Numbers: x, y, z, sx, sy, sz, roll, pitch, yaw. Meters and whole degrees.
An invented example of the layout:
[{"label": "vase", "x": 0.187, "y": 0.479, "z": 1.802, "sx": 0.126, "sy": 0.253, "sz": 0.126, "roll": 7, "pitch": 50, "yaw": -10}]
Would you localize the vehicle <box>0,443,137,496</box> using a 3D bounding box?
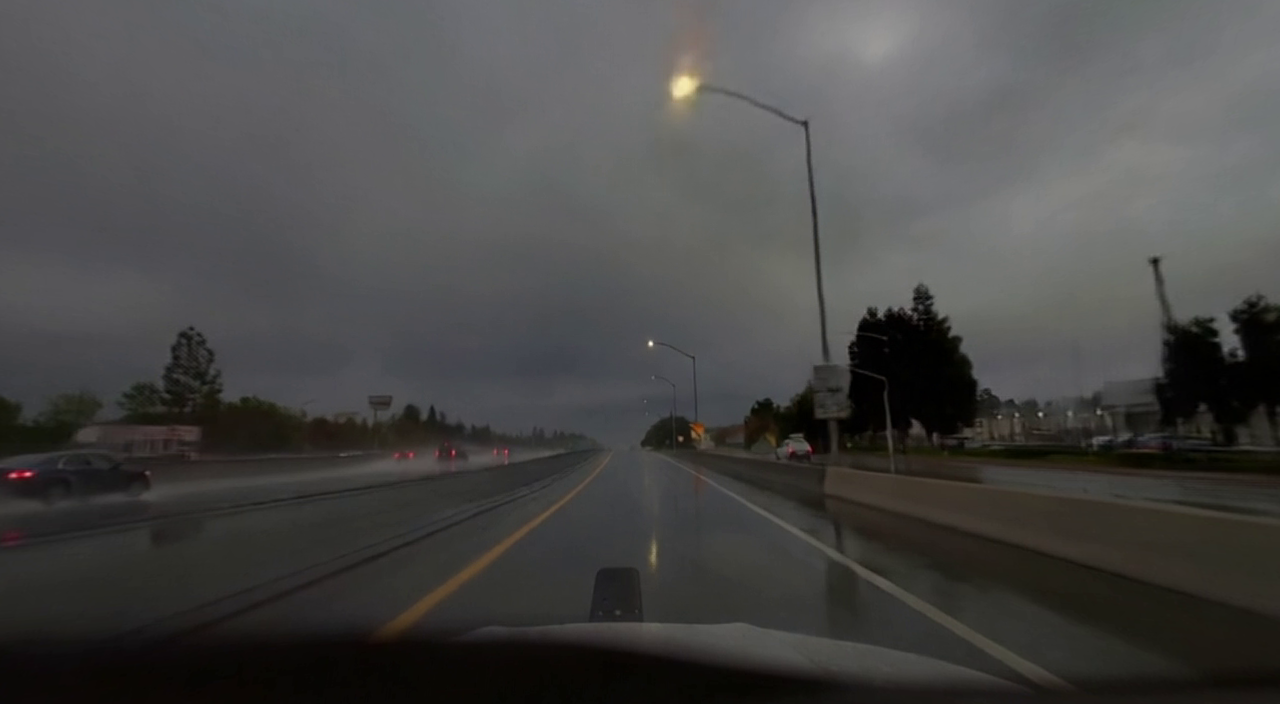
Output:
[{"label": "vehicle", "x": -19.314, "y": 3.782, "z": 20.707, "sx": 2.068, "sy": 1.518, "sz": 4.438, "roll": 0, "pitch": -9, "yaw": -2}]
